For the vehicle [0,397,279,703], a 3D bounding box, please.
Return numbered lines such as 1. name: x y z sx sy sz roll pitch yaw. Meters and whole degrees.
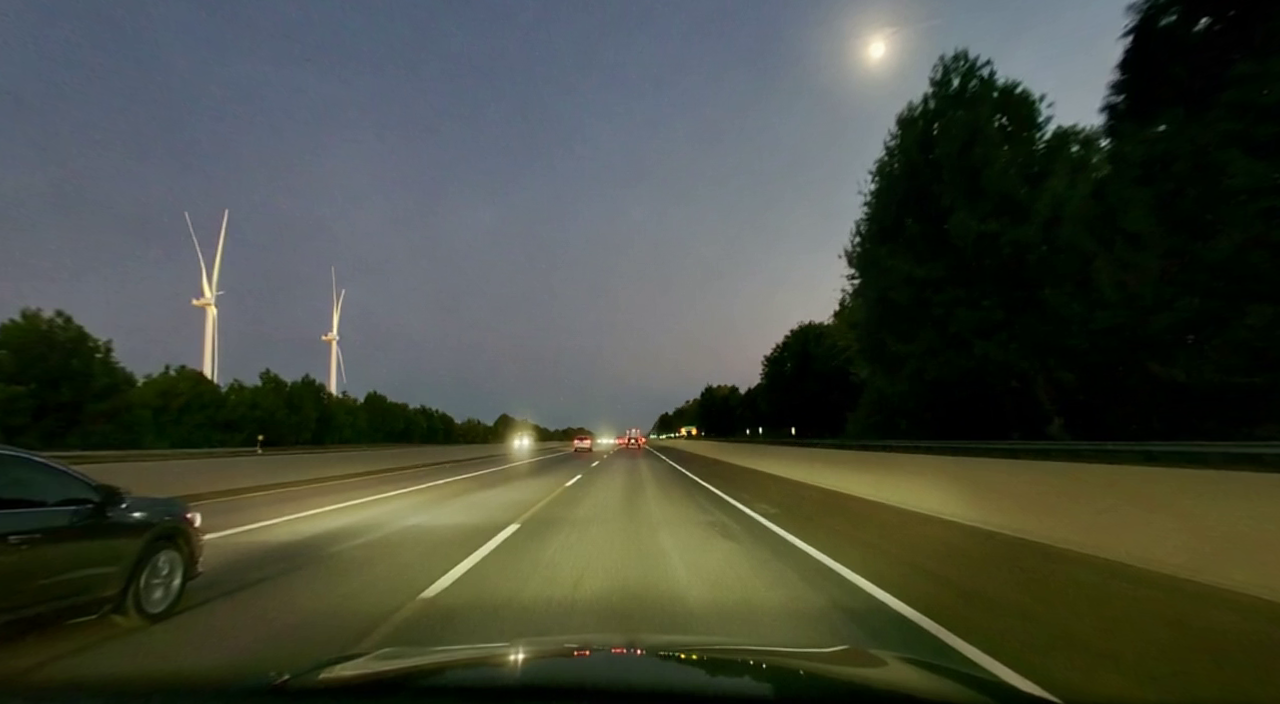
1. vehicle: -3.972 1.004 3.190 1.950 1.511 3.965 0 -8 -1
